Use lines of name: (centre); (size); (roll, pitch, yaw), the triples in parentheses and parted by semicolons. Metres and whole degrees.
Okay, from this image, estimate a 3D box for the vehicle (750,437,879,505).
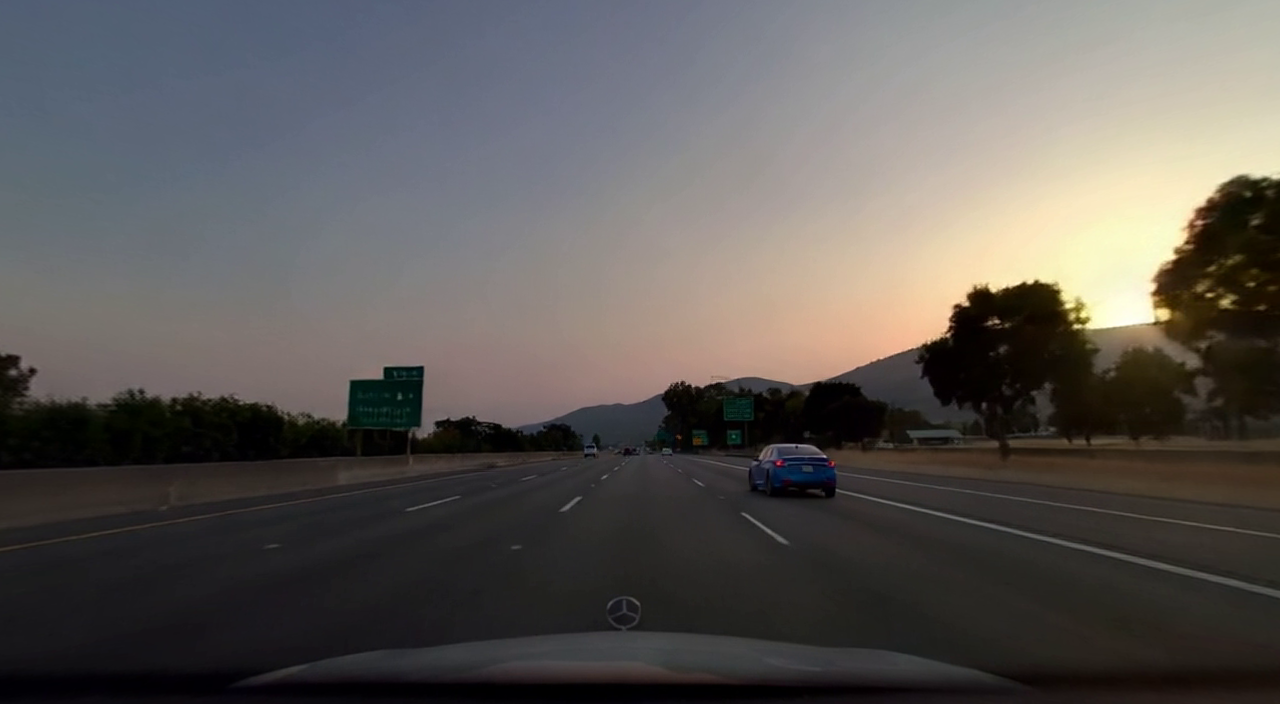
vehicle: (4.293, 3.011, 16.339); (2.033, 1.501, 4.398); (0, -9, -1)
